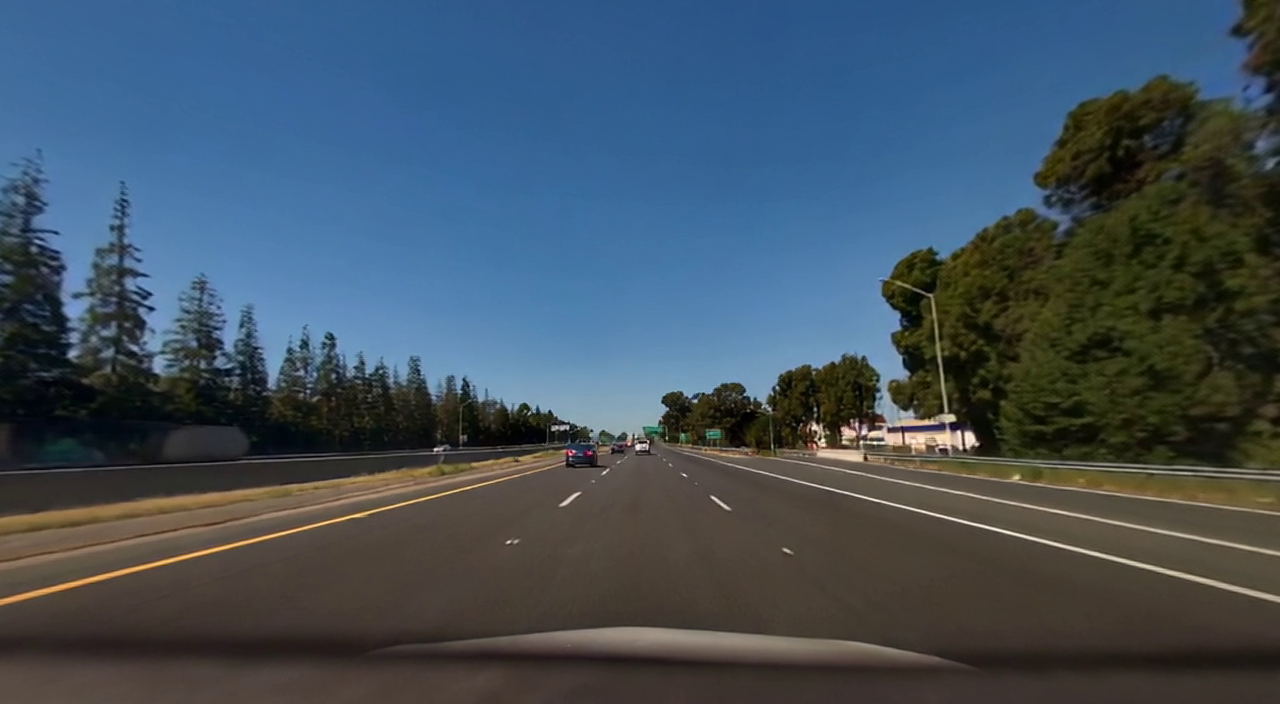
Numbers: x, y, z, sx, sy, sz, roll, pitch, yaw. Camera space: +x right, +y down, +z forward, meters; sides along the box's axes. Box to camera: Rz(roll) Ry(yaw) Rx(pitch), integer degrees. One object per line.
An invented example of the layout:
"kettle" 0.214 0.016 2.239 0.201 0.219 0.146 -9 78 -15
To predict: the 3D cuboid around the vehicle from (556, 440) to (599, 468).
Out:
"vehicle" -3.607 5.995 37.060 2.015 1.557 4.229 0 -9 1
